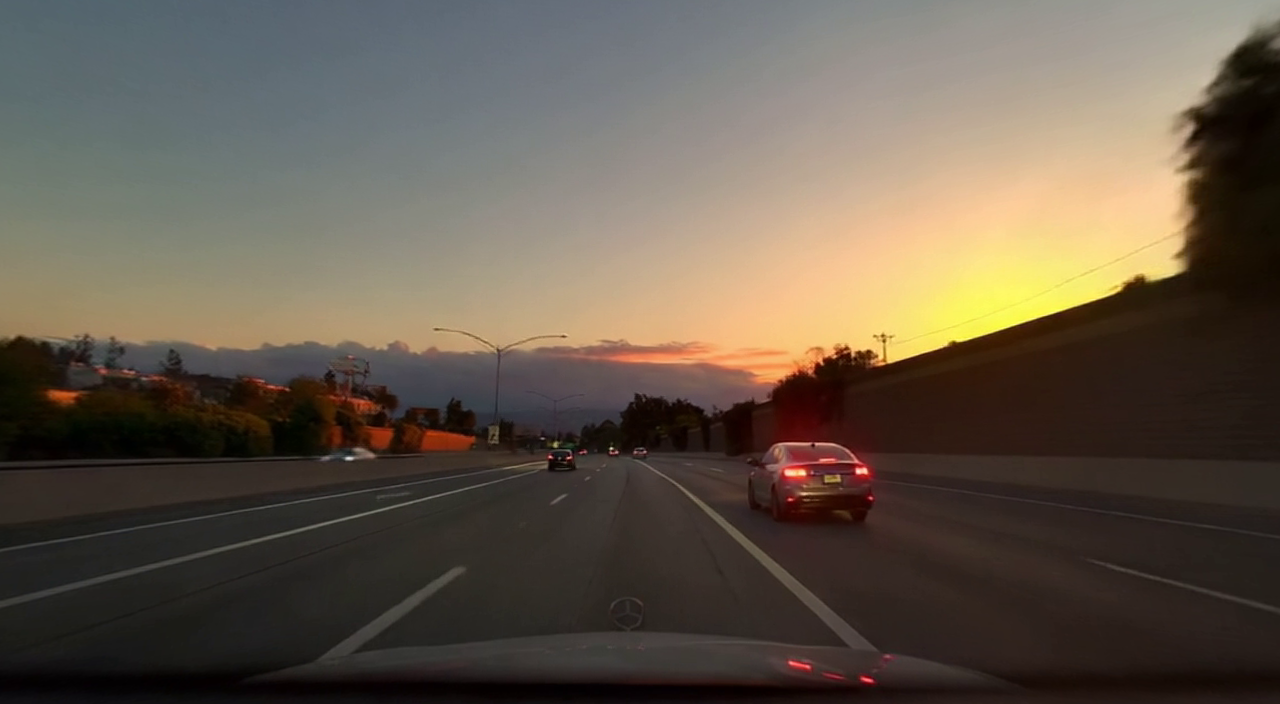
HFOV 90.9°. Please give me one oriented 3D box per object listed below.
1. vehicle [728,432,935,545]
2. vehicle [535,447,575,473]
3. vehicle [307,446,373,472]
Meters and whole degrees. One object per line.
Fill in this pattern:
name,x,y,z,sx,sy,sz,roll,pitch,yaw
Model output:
vehicle,2.948,2.209,11.022,2.030,1.490,4.737,0,-8,-1
vehicle,-5.201,6.671,39.154,2.014,1.481,4.156,0,-8,-2
vehicle,-18.449,6.587,39.054,1.907,1.481,4.498,-1,-8,0
